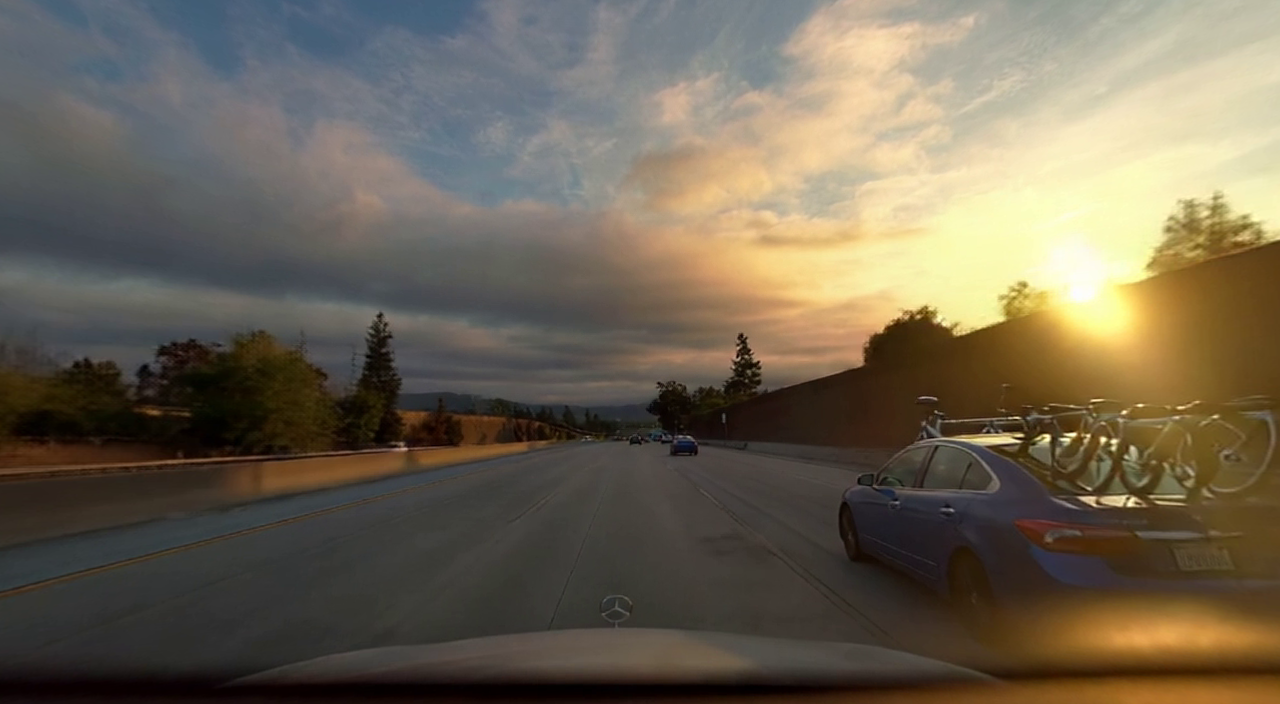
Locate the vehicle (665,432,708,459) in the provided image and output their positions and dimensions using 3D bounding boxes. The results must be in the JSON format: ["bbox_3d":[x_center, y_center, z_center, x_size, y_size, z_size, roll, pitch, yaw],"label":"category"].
[{"bbox_3d":[2.557,5.203,35.273,1.911,1.449,3.776,0,-7,-3],"label":"vehicle"}]
